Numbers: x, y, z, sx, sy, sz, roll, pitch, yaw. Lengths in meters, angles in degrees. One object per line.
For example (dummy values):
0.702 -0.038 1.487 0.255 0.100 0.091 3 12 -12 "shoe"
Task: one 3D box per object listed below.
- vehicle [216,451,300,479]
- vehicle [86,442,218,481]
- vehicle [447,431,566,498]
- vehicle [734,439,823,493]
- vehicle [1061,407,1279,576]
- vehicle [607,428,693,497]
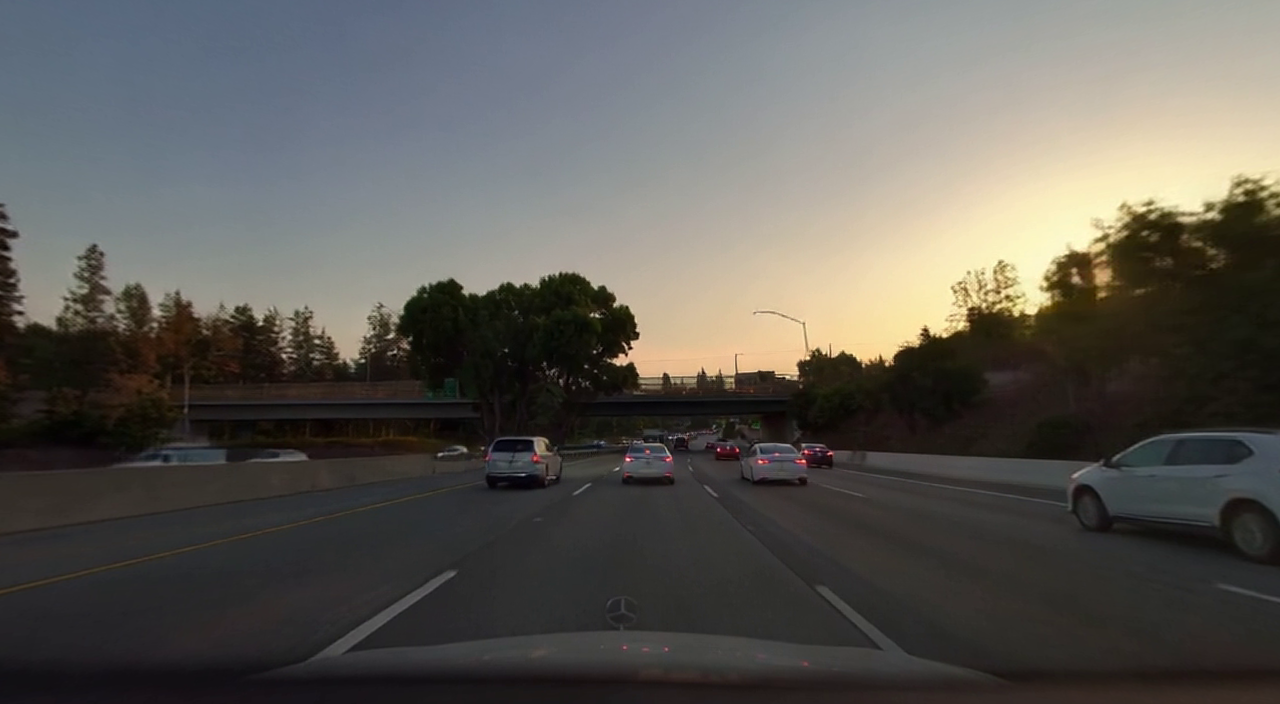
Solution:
-23.319 6.902 38.720 1.891 1.520 4.742 0 -9 5 "vehicle"
-27.414 6.152 35.758 2.237 1.956 6.092 0 -9 5 "vehicle"
-3.574 3.133 17.954 2.128 1.627 4.697 0 -9 3 "vehicle"
4.282 3.596 20.188 1.999 1.514 4.338 0 -9 2 "vehicle"
7.384 1.516 7.076 2.028 1.657 4.823 0 -9 1 "vehicle"
0.328 3.131 18.157 2.181 1.728 3.970 0 -9 2 "vehicle"
